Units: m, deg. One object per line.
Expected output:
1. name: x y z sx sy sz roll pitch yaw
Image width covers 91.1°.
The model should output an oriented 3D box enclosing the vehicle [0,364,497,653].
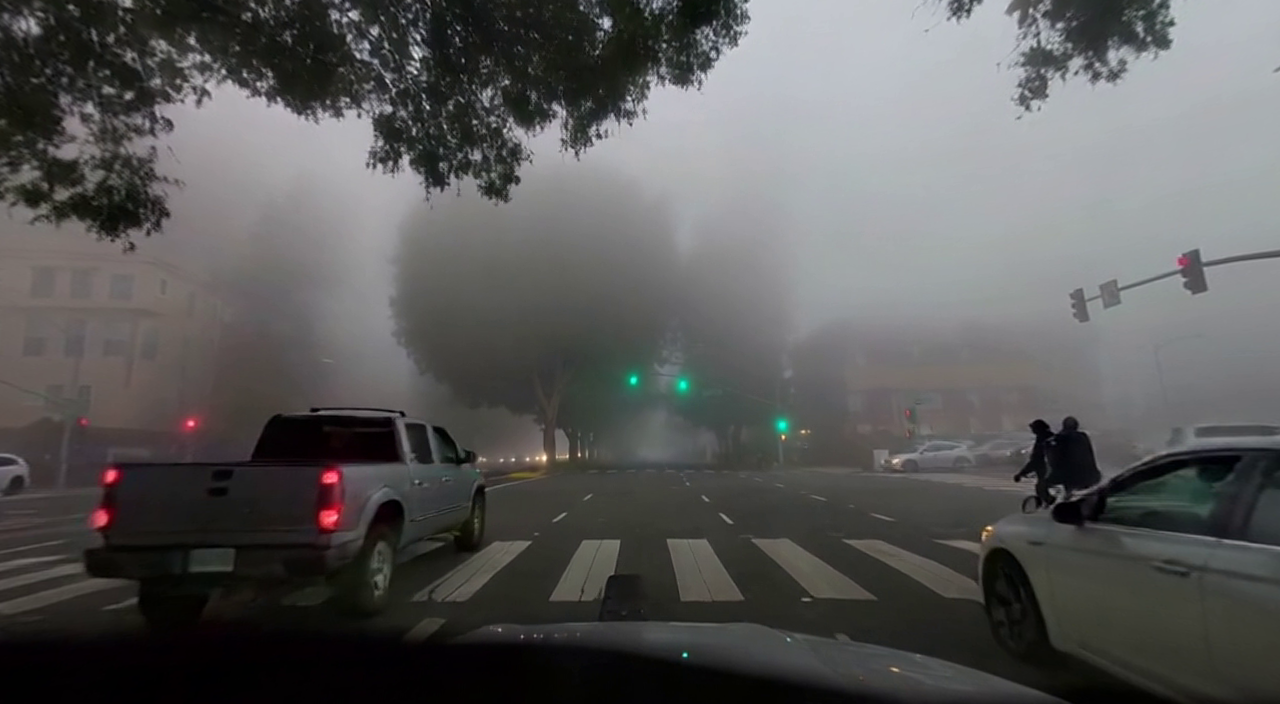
1. vehicle: -3.250 1.381 6.696 2.231 1.898 4.985 0 -8 0

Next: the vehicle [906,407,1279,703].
1. vehicle: 3.131 1.014 2.733 1.990 1.454 4.490 0 -8 0
